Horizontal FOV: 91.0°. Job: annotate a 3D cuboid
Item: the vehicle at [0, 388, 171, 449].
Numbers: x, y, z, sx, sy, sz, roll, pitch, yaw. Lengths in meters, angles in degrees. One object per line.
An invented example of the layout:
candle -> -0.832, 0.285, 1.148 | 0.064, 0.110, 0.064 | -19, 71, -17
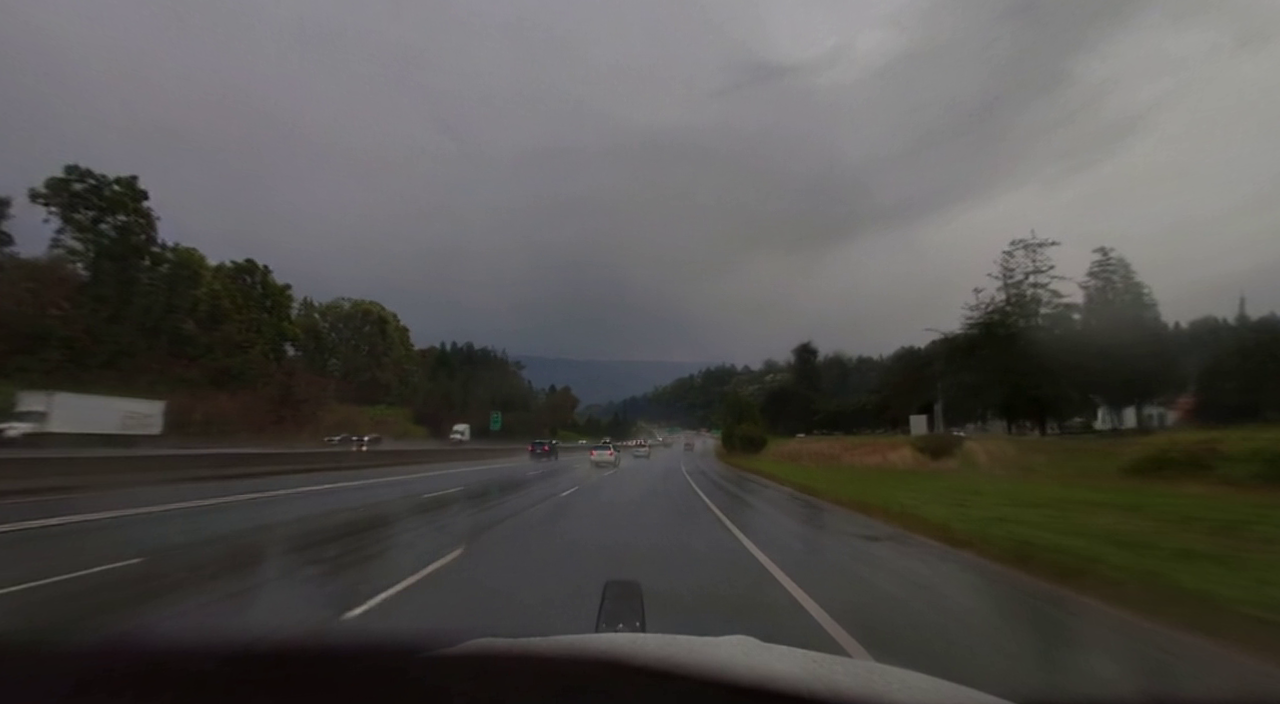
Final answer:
vehicle -> -36.759, 4.609, 41.448 | 3.282, 3.523, 10.262 | 0, -9, 4

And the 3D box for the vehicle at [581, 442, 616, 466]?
vehicle -> -2.999, 7.580, 46.793 | 2.035, 1.673, 4.469 | 0, -9, 4
